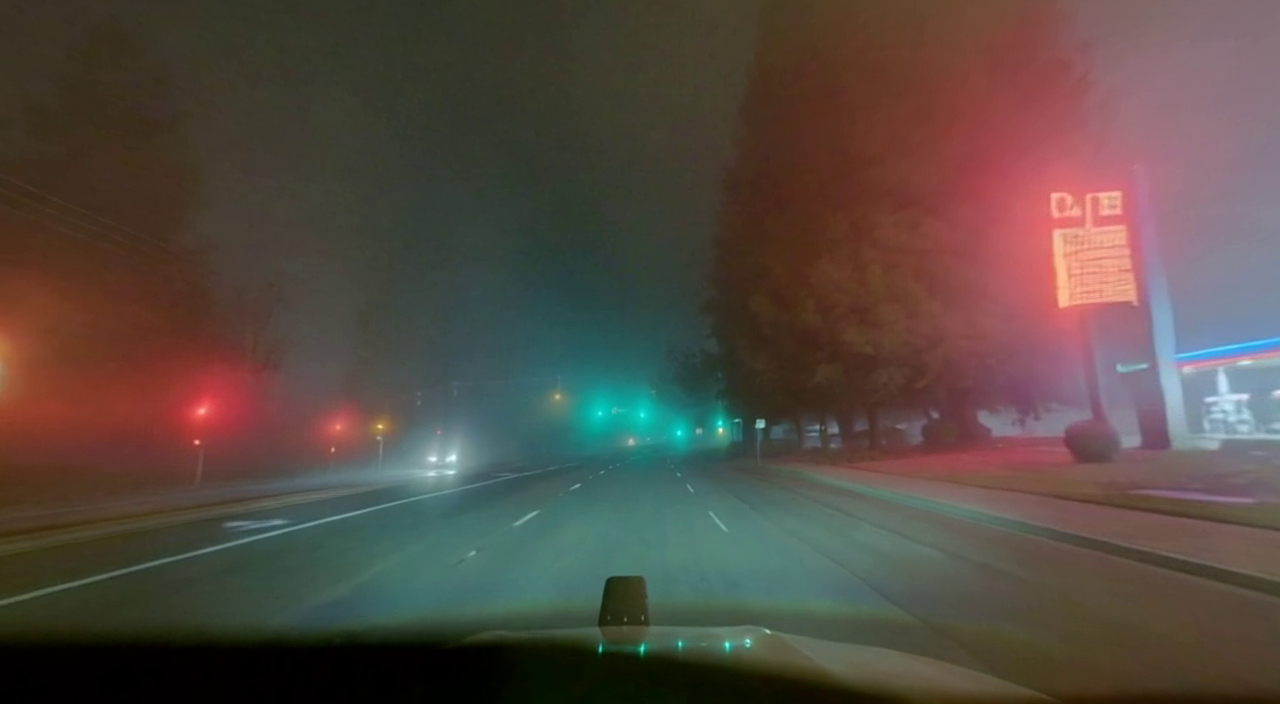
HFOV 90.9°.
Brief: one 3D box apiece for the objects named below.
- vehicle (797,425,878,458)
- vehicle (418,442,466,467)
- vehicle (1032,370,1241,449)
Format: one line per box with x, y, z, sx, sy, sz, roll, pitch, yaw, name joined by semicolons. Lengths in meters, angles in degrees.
13.773;6.276;44.199;4.821;1.788;2.132;-5;-7;1;vehicle
-15.126;7.822;48.344;2.028;1.850;4.746;0;-8;1;vehicle
24.350;2.961;31.224;7.750;3.426;3.178;2;-9;-4;vehicle
